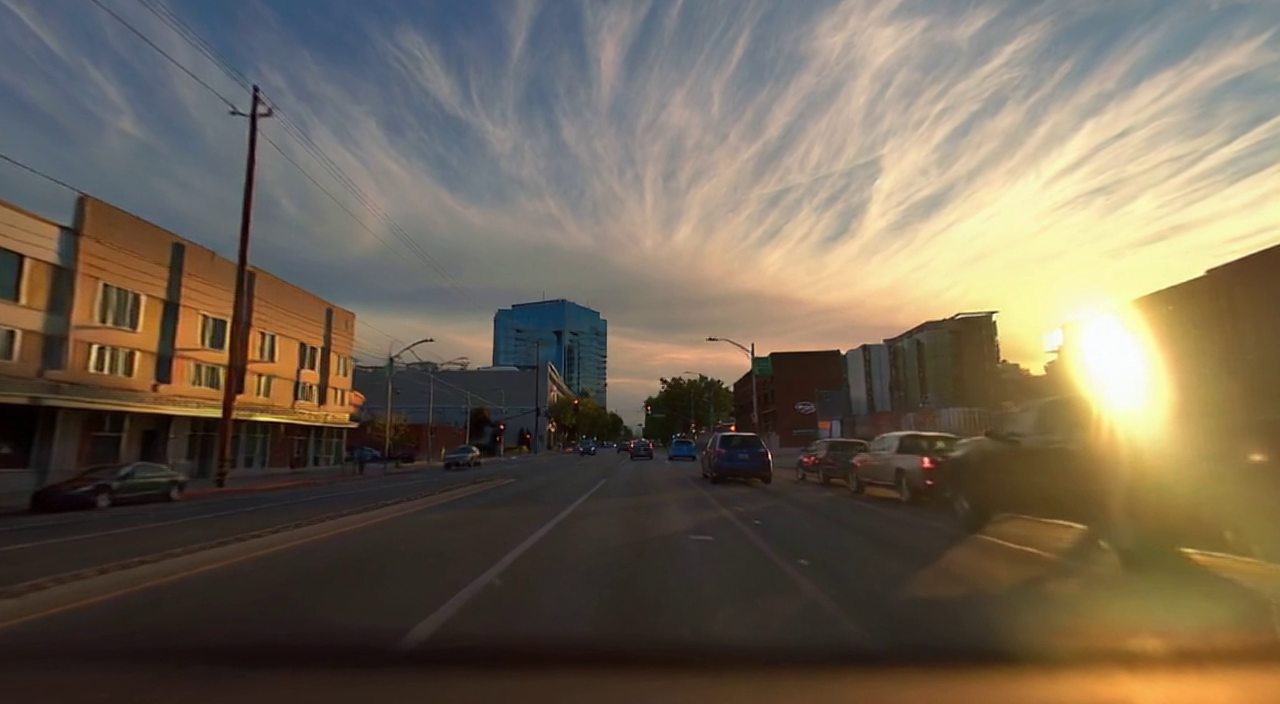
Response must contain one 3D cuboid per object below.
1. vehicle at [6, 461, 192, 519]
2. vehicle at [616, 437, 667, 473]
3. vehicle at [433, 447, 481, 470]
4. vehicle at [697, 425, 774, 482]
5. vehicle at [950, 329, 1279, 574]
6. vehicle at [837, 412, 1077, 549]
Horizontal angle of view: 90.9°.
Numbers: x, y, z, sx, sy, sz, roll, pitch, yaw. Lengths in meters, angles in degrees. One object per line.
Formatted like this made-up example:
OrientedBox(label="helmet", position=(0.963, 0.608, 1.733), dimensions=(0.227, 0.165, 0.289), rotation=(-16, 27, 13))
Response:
OrientedBox(label="vehicle", position=(-17.432, 4.424, 20.709), dimensions=(1.924, 1.558, 4.620), rotation=(0, -9, 1))
OrientedBox(label="vehicle", position=(0.077, 4.920, 30.219), dimensions=(2.245, 1.587, 4.094), rotation=(0, -8, 1))
OrientedBox(label="vehicle", position=(-12.552, 7.294, 43.449), dimensions=(2.023, 1.496, 4.529), rotation=(0, -9, -1))
OrientedBox(label="vehicle", position=(3.522, 3.860, 24.244), dimensions=(2.159, 1.938, 4.836), rotation=(0, -9, 0))
OrientedBox(label="vehicle", position=(6.694, 1.254, 8.398), dimensions=(2.396, 2.218, 5.242), rotation=(-1, -8, 0))
OrientedBox(label="vehicle", position=(6.859, 2.680, 14.880), dimensions=(2.440, 2.204, 6.276), rotation=(-7, -5, 2))
